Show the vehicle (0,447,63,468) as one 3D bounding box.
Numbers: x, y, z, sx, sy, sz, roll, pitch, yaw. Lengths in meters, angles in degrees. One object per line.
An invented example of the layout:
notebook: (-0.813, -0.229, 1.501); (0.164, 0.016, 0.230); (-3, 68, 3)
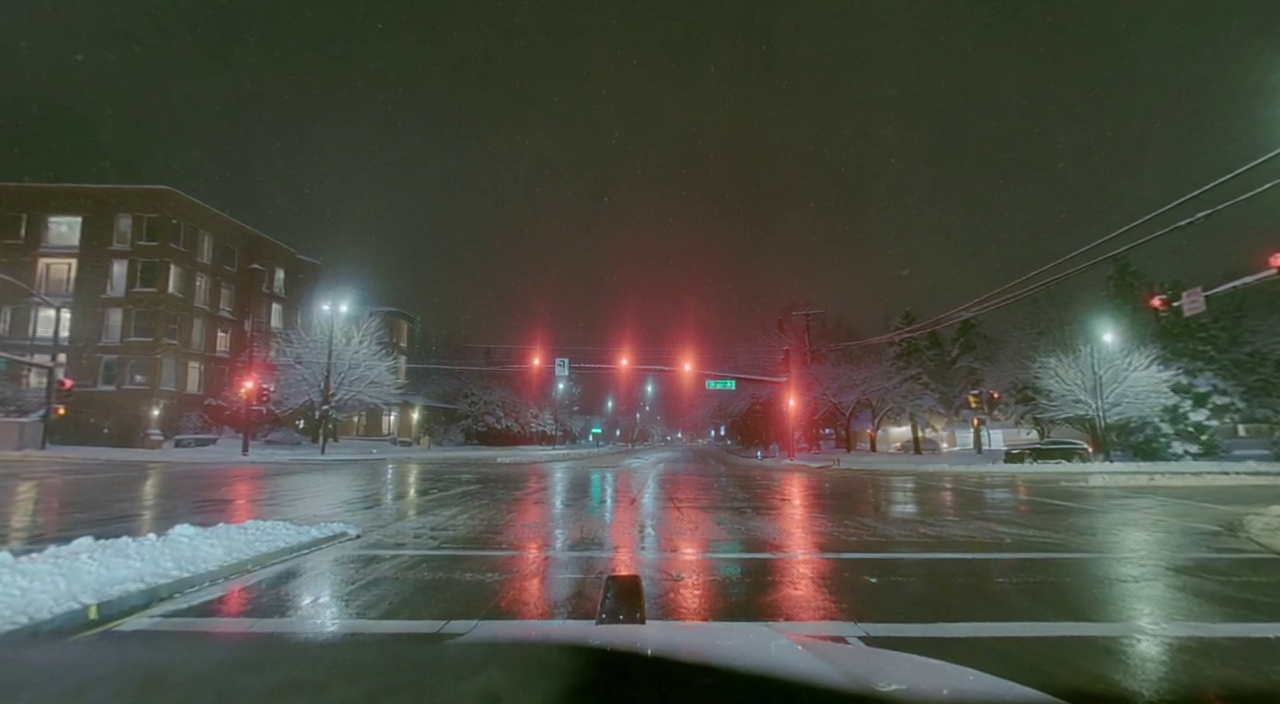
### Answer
vehicle: (-45.258, 7.765, 46.593); (1.858, 1.467, 3.624); (0, -8, 0)

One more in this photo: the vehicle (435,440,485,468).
vehicle: (-11.964, 6.800, 42.314); (2.080, 1.763, 4.341); (0, -8, 0)

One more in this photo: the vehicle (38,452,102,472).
vehicle: (-41.594, 8.015, 46.202); (1.552, 1.339, 3.340); (-2, -9, 0)

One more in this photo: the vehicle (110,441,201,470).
vehicle: (-34.909, 7.425, 45.735); (2.204, 1.955, 5.518); (0, -8, 0)

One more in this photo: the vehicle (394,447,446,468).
vehicle: (-15.521, 7.445, 44.798); (2.056, 1.450, 4.343); (0, -8, 0)
